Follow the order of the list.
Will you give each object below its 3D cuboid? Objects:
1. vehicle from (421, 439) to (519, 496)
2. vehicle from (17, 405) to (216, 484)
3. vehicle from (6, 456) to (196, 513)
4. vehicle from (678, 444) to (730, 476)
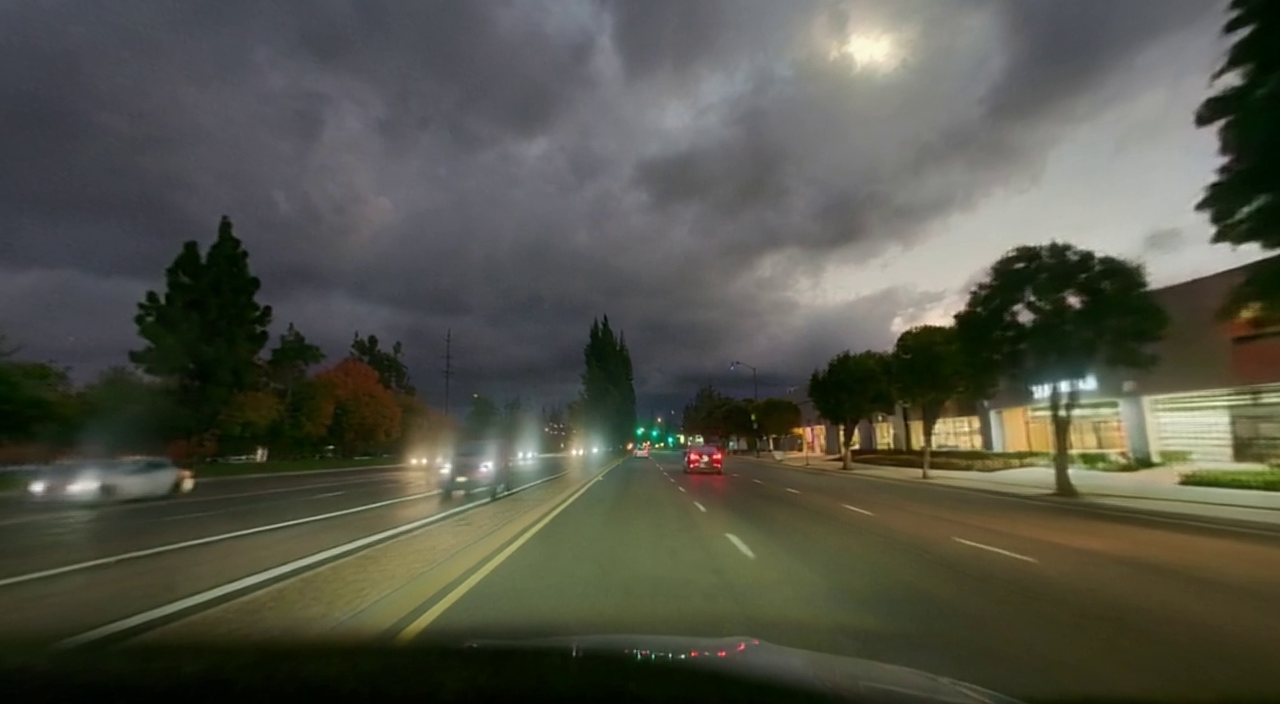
[{"bbox_3d":[-5.400,3.706,20.678,2.100,1.639,4.268,0,-9,-1],"label":"vehicle"},{"bbox_3d":[-27.778,5.029,34.363,2.804,3.714,8.815,0,-9,3],"label":"vehicle"},{"bbox_3d":[-16.235,3.967,19.426,1.989,1.466,4.349,0,-9,0],"label":"vehicle"},{"bbox_3d":[3.120,5.377,31.603,1.983,1.482,4.463,0,-9,-2],"label":"vehicle"}]
